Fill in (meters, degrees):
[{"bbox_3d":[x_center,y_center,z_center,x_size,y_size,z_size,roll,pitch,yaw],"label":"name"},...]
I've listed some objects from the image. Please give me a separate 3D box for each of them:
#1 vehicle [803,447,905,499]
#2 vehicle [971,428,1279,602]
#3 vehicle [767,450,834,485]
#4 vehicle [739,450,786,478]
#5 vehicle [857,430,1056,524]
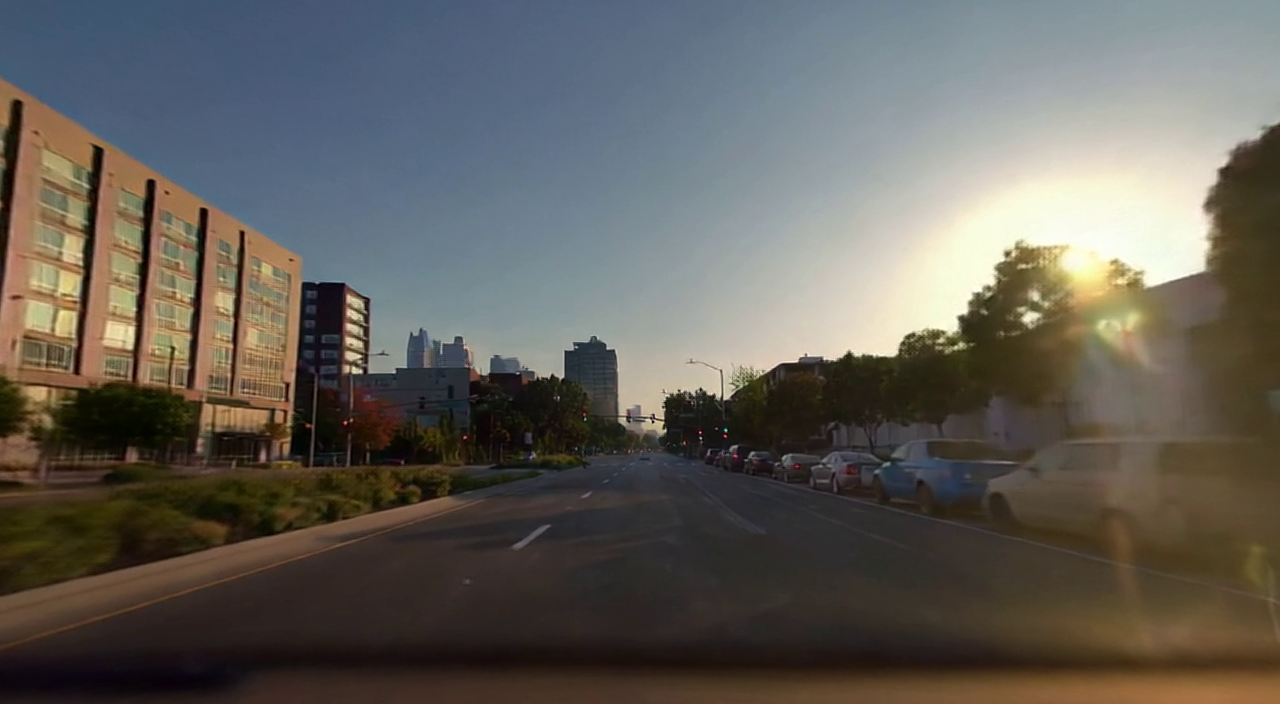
[{"bbox_3d":[7.041,4.005,21.268,1.884,1.523,4.746,0,-9,1],"label":"vehicle"},{"bbox_3d":[6.845,1.949,8.539,1.951,1.627,5.113,0,-9,1],"label":"vehicle"},{"bbox_3d":[7.175,5.191,28.493,1.864,1.466,4.352,0,-9,0],"label":"vehicle"},{"bbox_3d":[7.017,6.425,36.292,1.863,1.512,4.525,0,-9,1],"label":"vehicle"},{"bbox_3d":[6.722,2.706,14.078,1.977,1.732,4.555,1,-9,-1],"label":"vehicle"}]
